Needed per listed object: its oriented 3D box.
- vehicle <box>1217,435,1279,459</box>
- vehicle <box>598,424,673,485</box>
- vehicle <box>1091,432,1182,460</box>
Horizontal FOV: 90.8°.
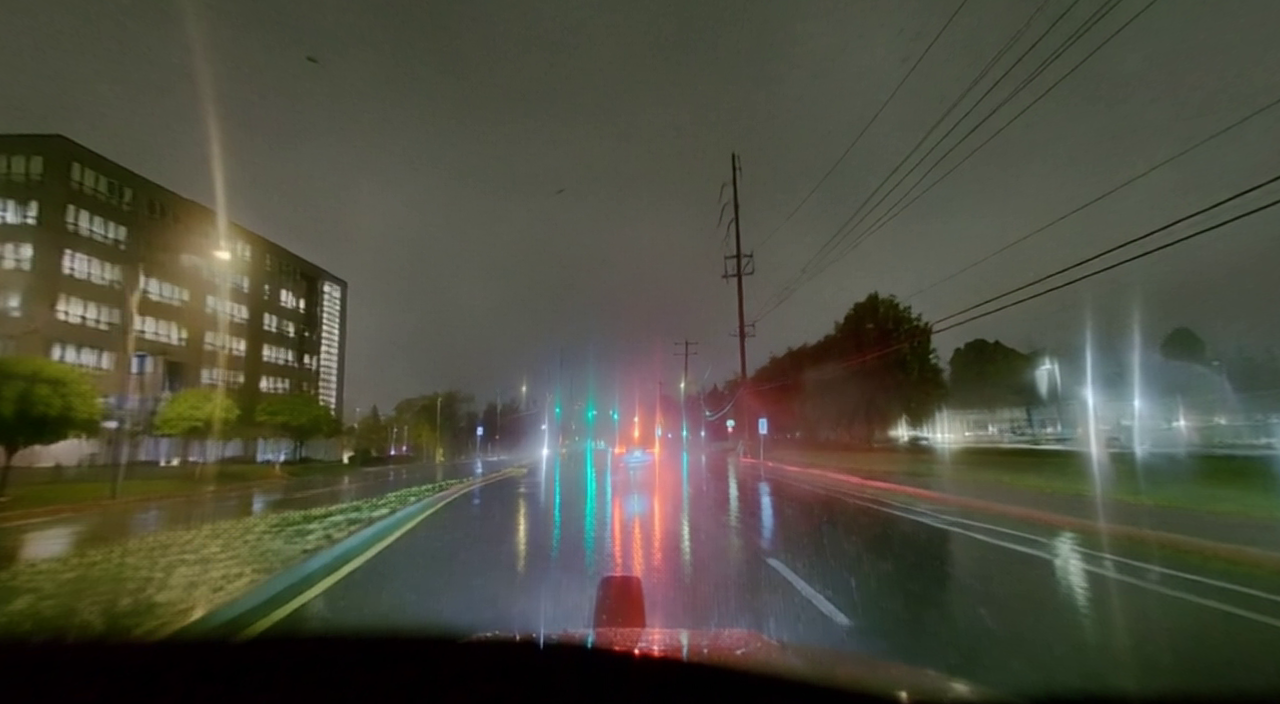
[{"bbox_3d":[41.916,6.336,42.521,1.837,1.455,4.531,-2,-8,1],"label":"vehicle"},{"bbox_3d":[-0.132,3.325,20.710,2.189,1.776,4.342,0,-8,0],"label":"vehicle"},{"bbox_3d":[32.387,6.157,41.443,1.961,1.745,4.981,0,-8,1],"label":"vehicle"}]
